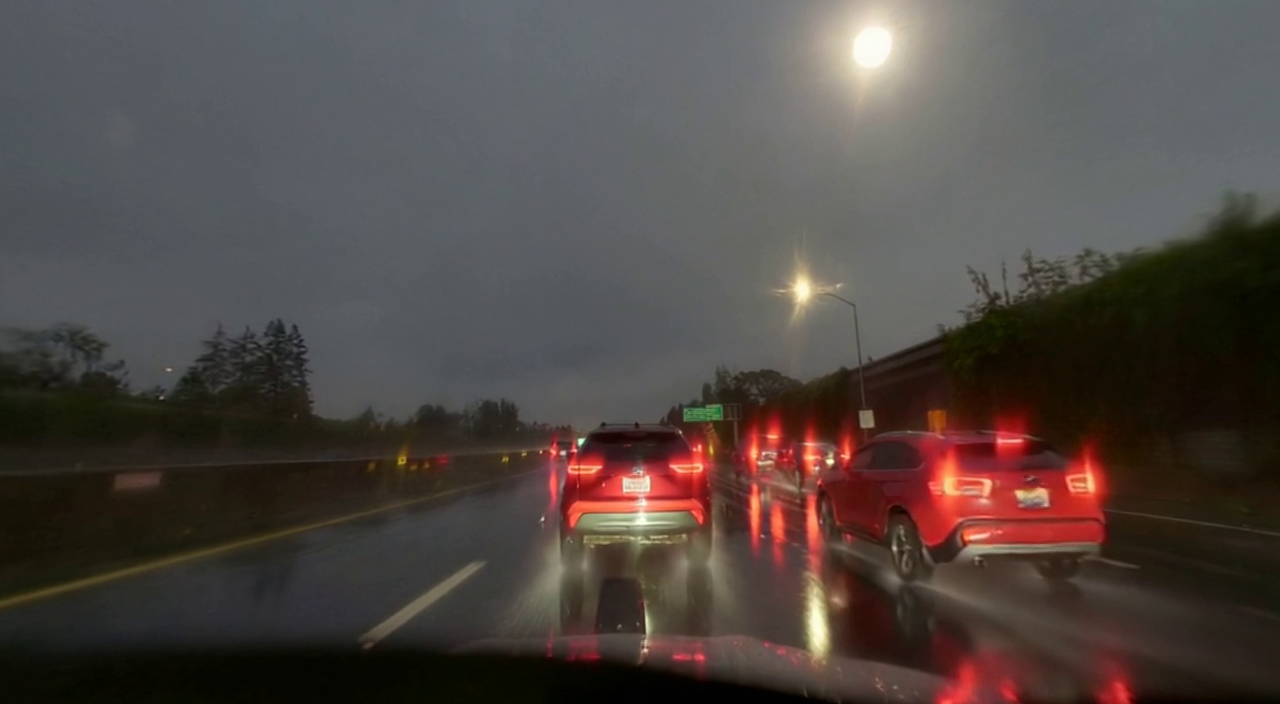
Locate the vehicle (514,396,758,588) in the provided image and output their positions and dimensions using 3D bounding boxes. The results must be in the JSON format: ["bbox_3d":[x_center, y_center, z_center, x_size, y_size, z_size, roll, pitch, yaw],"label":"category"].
[{"bbox_3d":[-0.125,1.590,7.843,2.230,1.740,3.976,0,-9,-3],"label":"vehicle"}]

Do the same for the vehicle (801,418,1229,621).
[{"bbox_3d":[3.472,1.642,7.219,2.028,1.534,4.691,0,-9,0],"label":"vehicle"}]
